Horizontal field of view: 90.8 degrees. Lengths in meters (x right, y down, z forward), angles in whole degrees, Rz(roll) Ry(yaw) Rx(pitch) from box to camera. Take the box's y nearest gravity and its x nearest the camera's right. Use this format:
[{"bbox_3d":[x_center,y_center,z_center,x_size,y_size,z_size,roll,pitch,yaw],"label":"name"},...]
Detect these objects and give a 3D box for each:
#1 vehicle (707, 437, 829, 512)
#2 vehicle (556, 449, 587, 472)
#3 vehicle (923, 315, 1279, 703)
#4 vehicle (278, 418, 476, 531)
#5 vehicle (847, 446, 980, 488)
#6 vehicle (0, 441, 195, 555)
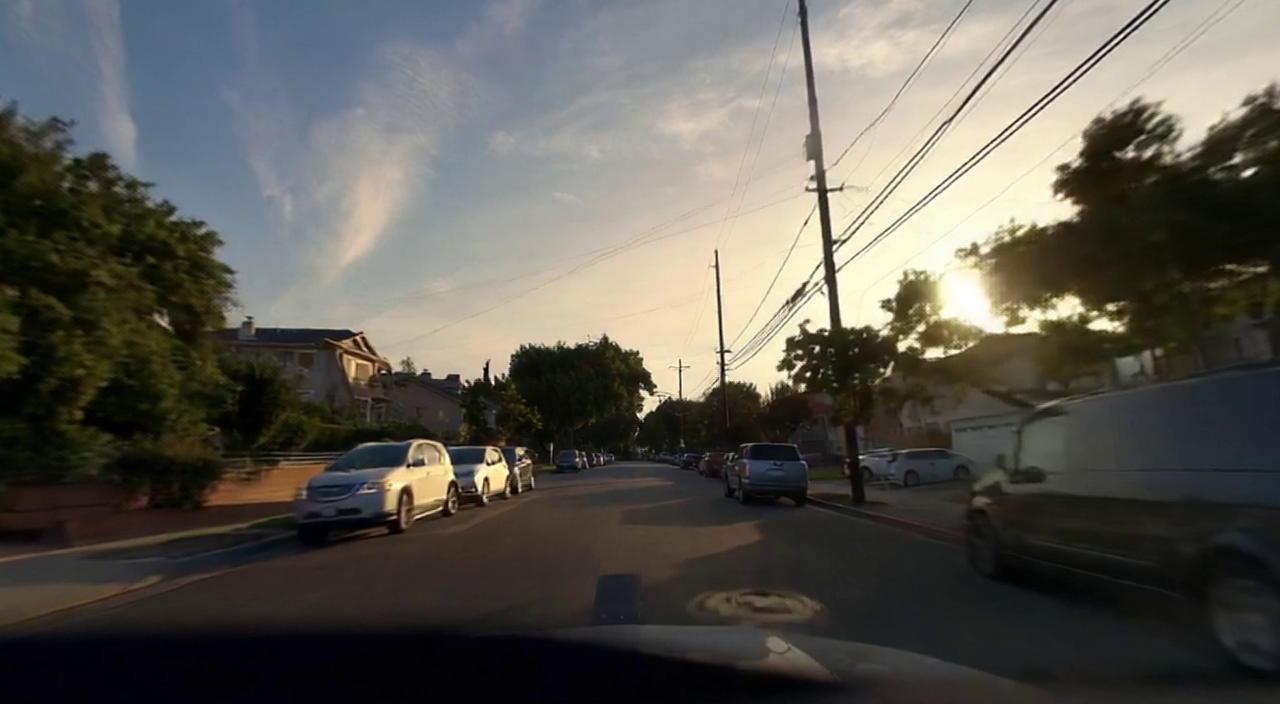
[{"bbox_3d":[3.669,3.636,19.519,2.415,1.963,5.688,0,-8,-2],"label":"vehicle"},{"bbox_3d":[-5.009,8.019,46.701,1.983,1.579,3.879,1,-9,-2],"label":"vehicle"},{"bbox_3d":[5.008,1.204,5.464,2.384,2.317,5.579,0,-9,-1],"label":"vehicle"},{"bbox_3d":[-4.881,2.389,12.594,2.035,1.822,4.348,1,-10,0],"label":"vehicle"},{"bbox_3d":[10.485,4.411,24.442,4.244,1.479,1.969,1,-9,-3],"label":"vehicle"},{"bbox_3d":[-9.616,2.119,9.539,4.370,1.509,1.879,0,-9,2],"label":"vehicle"}]
